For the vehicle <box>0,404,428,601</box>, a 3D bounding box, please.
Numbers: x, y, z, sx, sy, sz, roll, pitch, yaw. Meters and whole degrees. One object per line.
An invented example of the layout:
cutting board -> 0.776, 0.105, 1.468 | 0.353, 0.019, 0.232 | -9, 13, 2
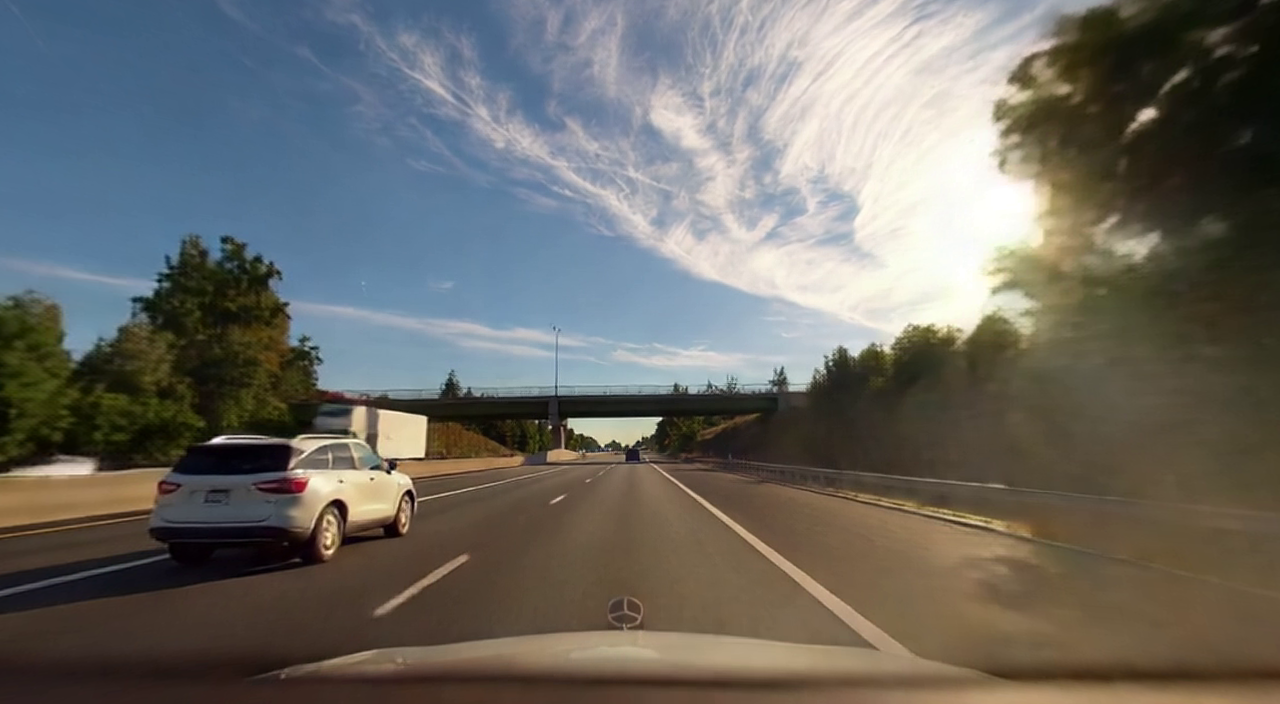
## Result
vehicle -> -4.648, 1.708, 8.066 | 2.221, 1.750, 4.706 | 0, -9, 0
